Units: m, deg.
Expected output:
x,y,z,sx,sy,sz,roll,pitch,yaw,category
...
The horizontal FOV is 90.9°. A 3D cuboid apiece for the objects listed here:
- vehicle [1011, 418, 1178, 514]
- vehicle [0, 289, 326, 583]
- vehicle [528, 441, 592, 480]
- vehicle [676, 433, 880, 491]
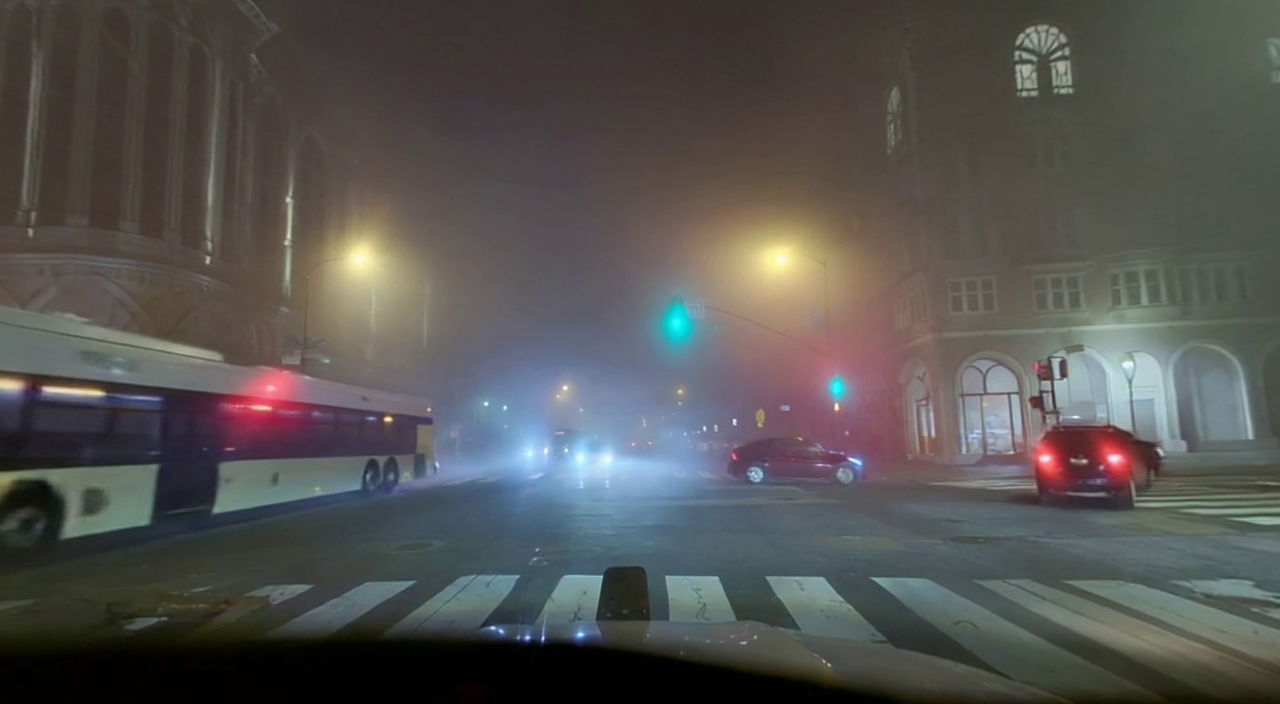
x,y,z,sx,sy,sz,roll,pitch,yaw,category
8.896,2.117,12.182,2.006,1.495,4.271,-8,-11,42,vehicle
-8.949,1.289,9.461,2.916,3.427,10.189,0,-8,2,vehicle
-3.111,4.336,25.491,1.904,1.402,4.759,0,-8,1,vehicle
3.920,3.084,17.955,5.388,1.465,2.050,-3,-9,20,vehicle
